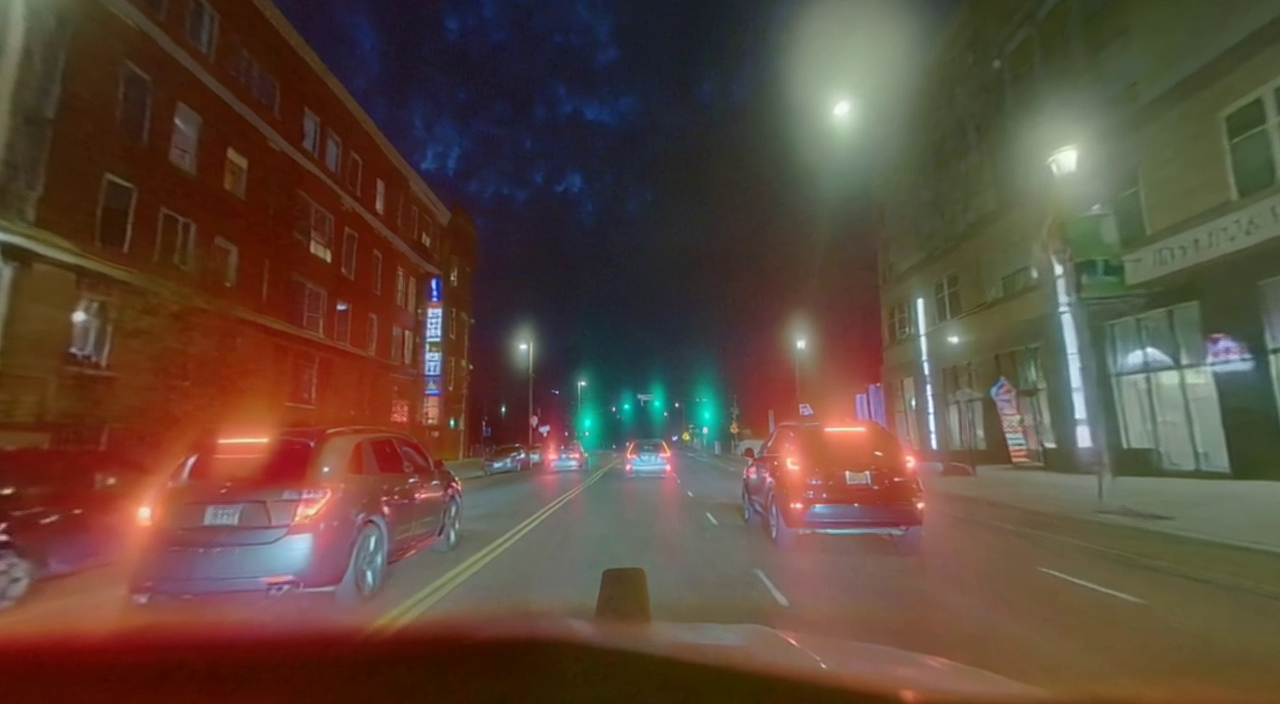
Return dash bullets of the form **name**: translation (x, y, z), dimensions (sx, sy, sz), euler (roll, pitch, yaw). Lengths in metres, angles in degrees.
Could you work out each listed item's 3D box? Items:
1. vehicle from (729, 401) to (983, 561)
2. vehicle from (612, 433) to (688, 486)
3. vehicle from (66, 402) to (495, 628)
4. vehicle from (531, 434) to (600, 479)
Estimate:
- **vehicle**: translation (2.657, 1.724, 9.097), dimensions (2.094, 1.709, 4.394), euler (0, -8, 0)
- **vehicle**: translation (0.270, 3.359, 19.928), dimensions (2.139, 1.466, 4.373), euler (0, -8, 0)
- **vehicle**: translation (-3.084, 1.482, 6.633), dimensions (2.085, 1.619, 3.976), euler (-1, -8, 1)
- **vehicle**: translation (-2.751, 3.987, 24.291), dimensions (2.019, 1.507, 4.643), euler (0, -8, 1)
